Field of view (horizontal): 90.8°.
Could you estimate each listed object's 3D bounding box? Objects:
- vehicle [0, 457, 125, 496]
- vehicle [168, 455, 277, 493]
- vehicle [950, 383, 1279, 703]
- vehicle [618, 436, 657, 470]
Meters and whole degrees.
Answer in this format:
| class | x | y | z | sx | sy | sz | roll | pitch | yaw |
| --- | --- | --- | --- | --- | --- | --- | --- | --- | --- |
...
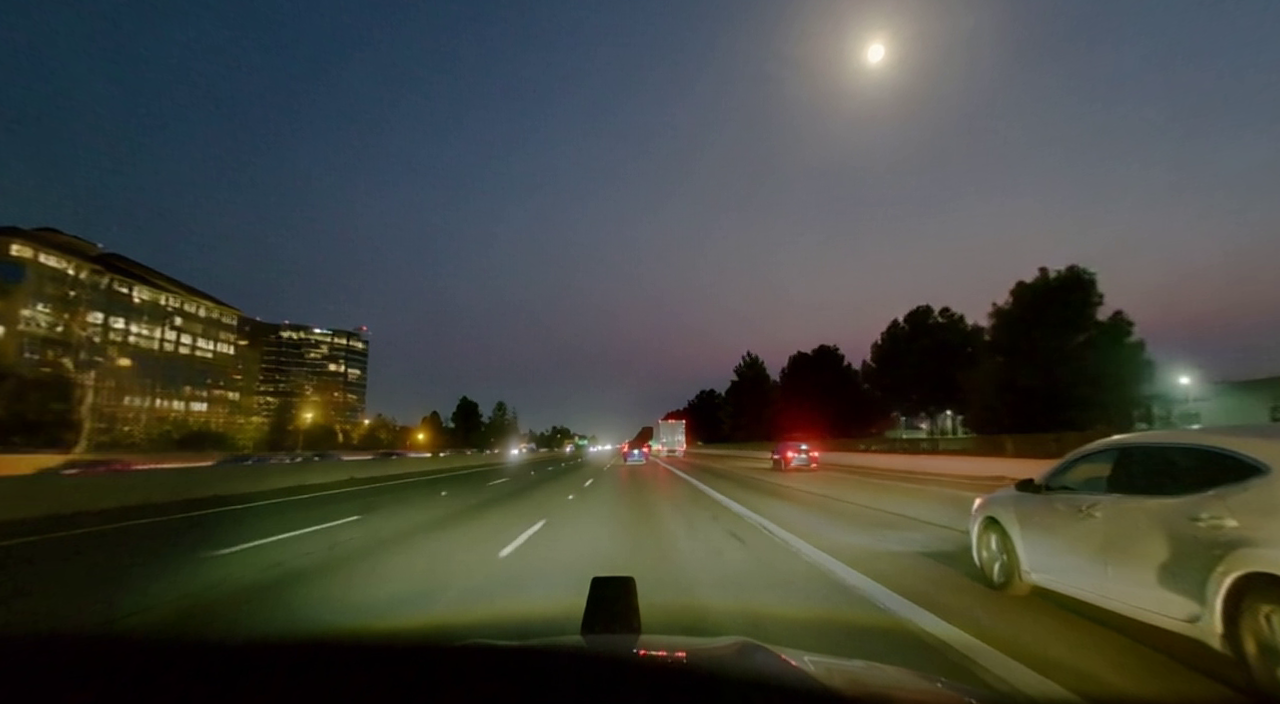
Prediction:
| class | x | y | z | sx | sy | sz | roll | pitch | yaw |
| --- | --- | --- | --- | --- | --- | --- | --- | --- | --- |
| vehicle | -25.666 | 5.426 | 27.959 | 1.906 | 1.490 | 4.632 | 0 | -8 | -1 |
| vehicle | -18.175 | 5.308 | 27.805 | 1.845 | 1.436 | 4.446 | 0 | -8 | -1 |
| vehicle | 3.841 | 1.050 | 3.552 | 1.950 | 1.596 | 4.326 | 0 | -8 | -1 |
| vehicle | -0.172 | 6.198 | 38.875 | 2.297 | 1.912 | 4.355 | 0 | -8 | -1 |
